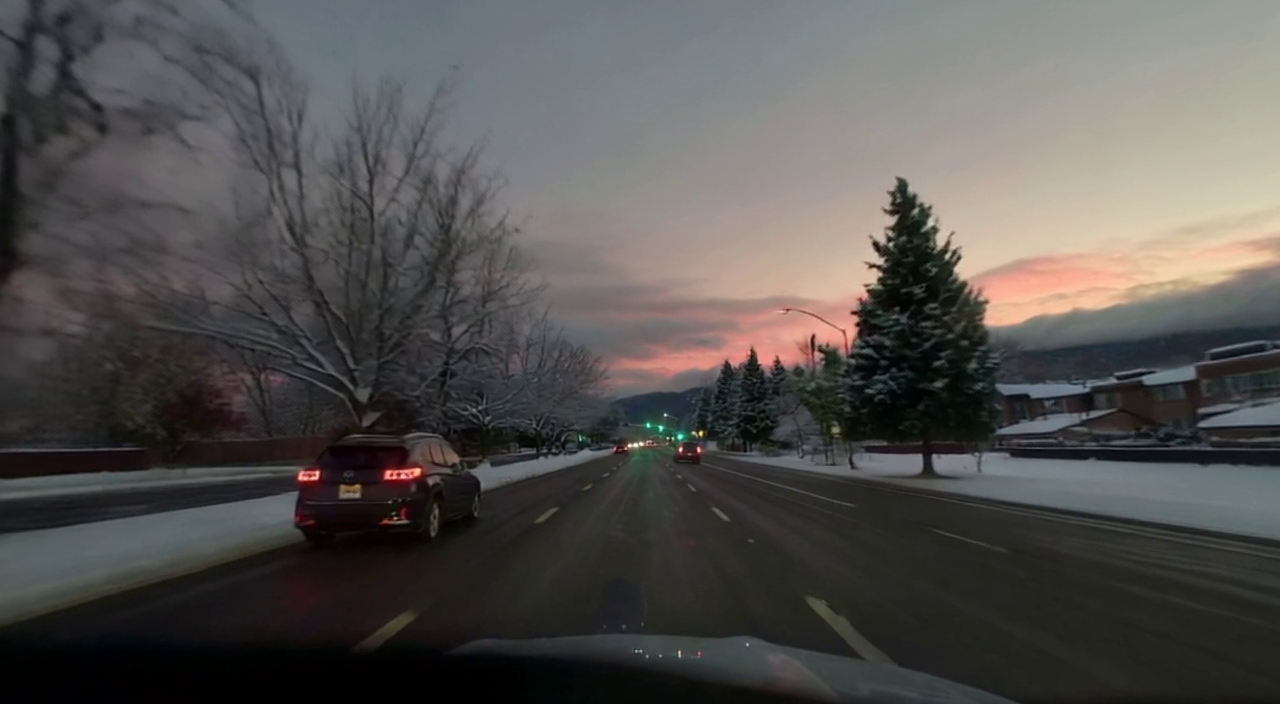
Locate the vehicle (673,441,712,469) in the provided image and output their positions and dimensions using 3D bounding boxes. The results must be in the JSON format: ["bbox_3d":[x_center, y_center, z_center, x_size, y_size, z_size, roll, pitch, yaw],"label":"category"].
[{"bbox_3d":[3.424,6.827,42.020,2.114,1.780,4.445,0,-8,-1],"label":"vehicle"}]

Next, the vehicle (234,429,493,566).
[{"bbox_3d":[-3.654,1.976,9.417,1.966,1.524,4.410,0,-8,-2],"label":"vehicle"}]
